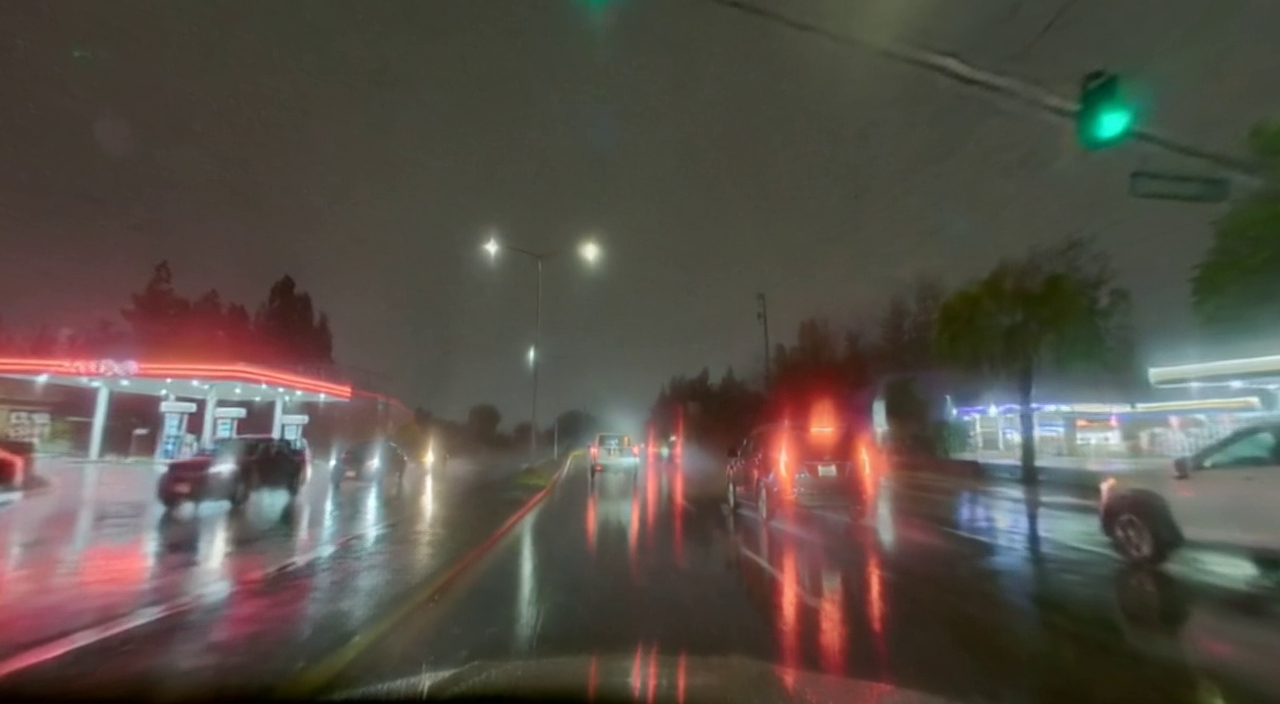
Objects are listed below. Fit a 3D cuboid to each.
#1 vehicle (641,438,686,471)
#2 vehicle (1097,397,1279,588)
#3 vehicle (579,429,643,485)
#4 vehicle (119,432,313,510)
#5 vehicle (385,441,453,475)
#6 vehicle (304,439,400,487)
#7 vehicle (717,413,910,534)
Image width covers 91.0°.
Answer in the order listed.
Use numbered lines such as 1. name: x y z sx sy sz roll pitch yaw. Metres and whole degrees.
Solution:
1. vehicle: 1.148 5.277 32.599 1.800 1.592 3.658 1 -8 -7
2. vehicle: 6.628 1.201 5.328 2.047 1.653 4.423 0 -8 -2
3. vehicle: -1.118 3.703 22.525 2.051 1.798 4.168 1 -8 -5
4. vehicle: -9.659 2.705 14.822 1.943 1.575 3.927 0 -8 -3
5. vehicle: -10.430 4.997 30.036 1.872 1.439 4.507 0 -8 -4
6. vehicle: -9.569 3.682 21.246 1.665 1.442 3.720 0 -8 -4
7. vehicle: 2.807 2.076 11.357 2.000 1.745 4.206 0 -8 -4
